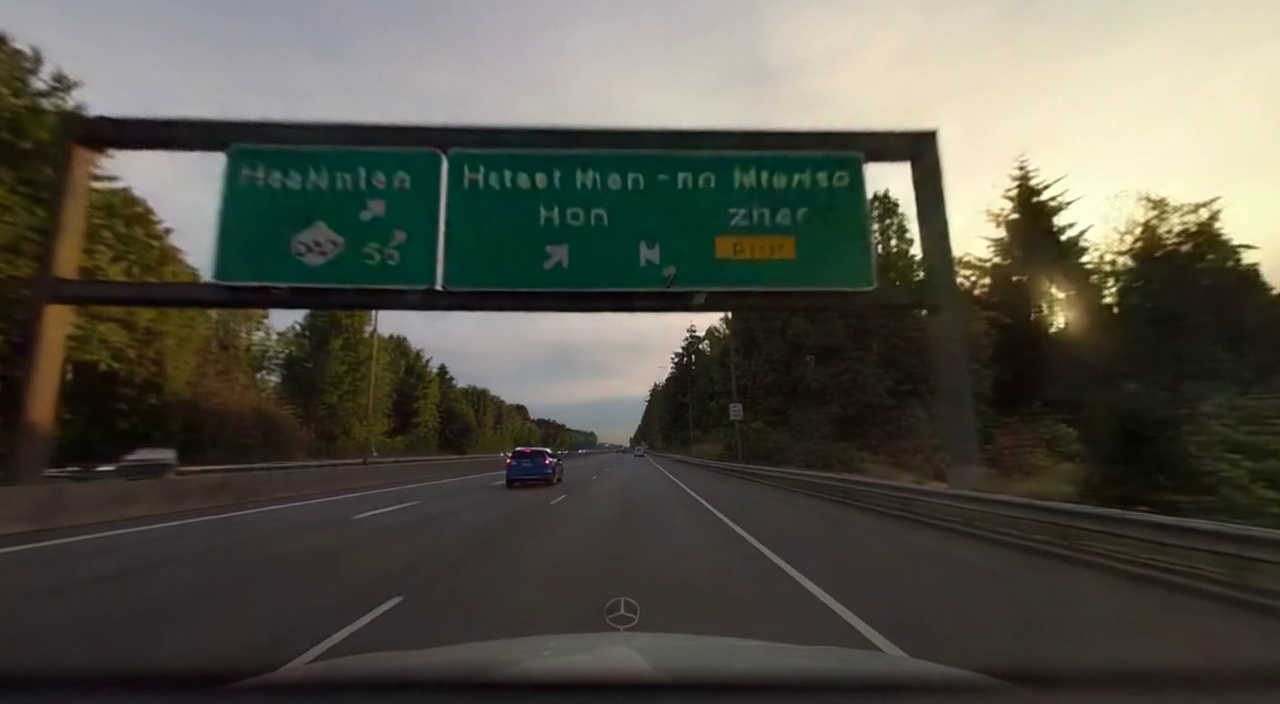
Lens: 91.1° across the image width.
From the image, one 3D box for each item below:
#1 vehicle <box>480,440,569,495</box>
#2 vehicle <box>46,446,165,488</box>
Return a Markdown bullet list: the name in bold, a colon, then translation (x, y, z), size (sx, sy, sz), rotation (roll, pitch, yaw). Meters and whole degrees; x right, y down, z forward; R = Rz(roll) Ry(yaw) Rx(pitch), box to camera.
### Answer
- **vehicle**: translation (-3.745, 3.845, 21.230), size (2.104, 1.626, 4.283), rotation (-1, -9, 1)
- **vehicle**: translation (-24.135, 5.176, 28.618), size (1.912, 1.739, 3.938), rotation (0, -9, 0)
